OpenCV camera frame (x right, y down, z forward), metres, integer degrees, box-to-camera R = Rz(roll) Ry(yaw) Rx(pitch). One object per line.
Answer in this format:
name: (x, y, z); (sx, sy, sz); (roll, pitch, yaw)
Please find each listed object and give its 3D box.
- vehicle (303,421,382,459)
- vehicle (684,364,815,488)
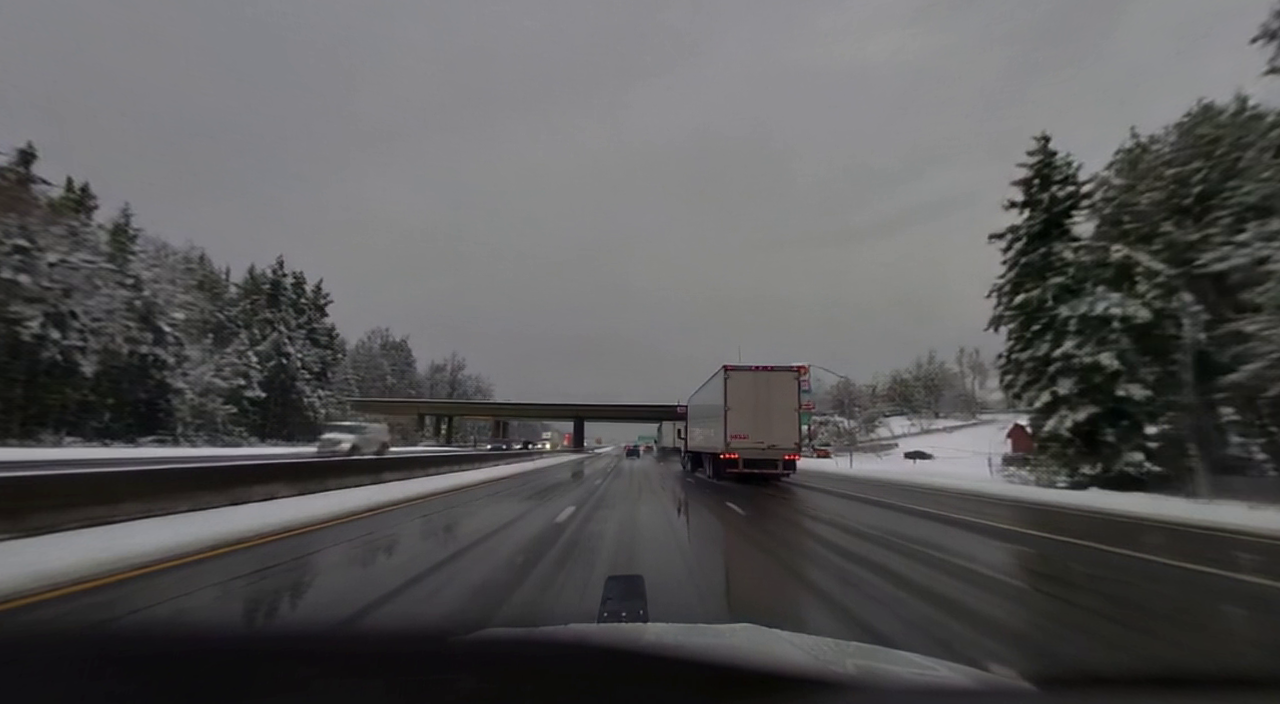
vehicle: (-15.847, 4.764, 33.864); (1.970, 1.864, 4.662); (0, -9, -1)
vehicle: (4.009, 3.429, 27.339); (2.922, 3.987, 14.038); (0, -9, -1)
